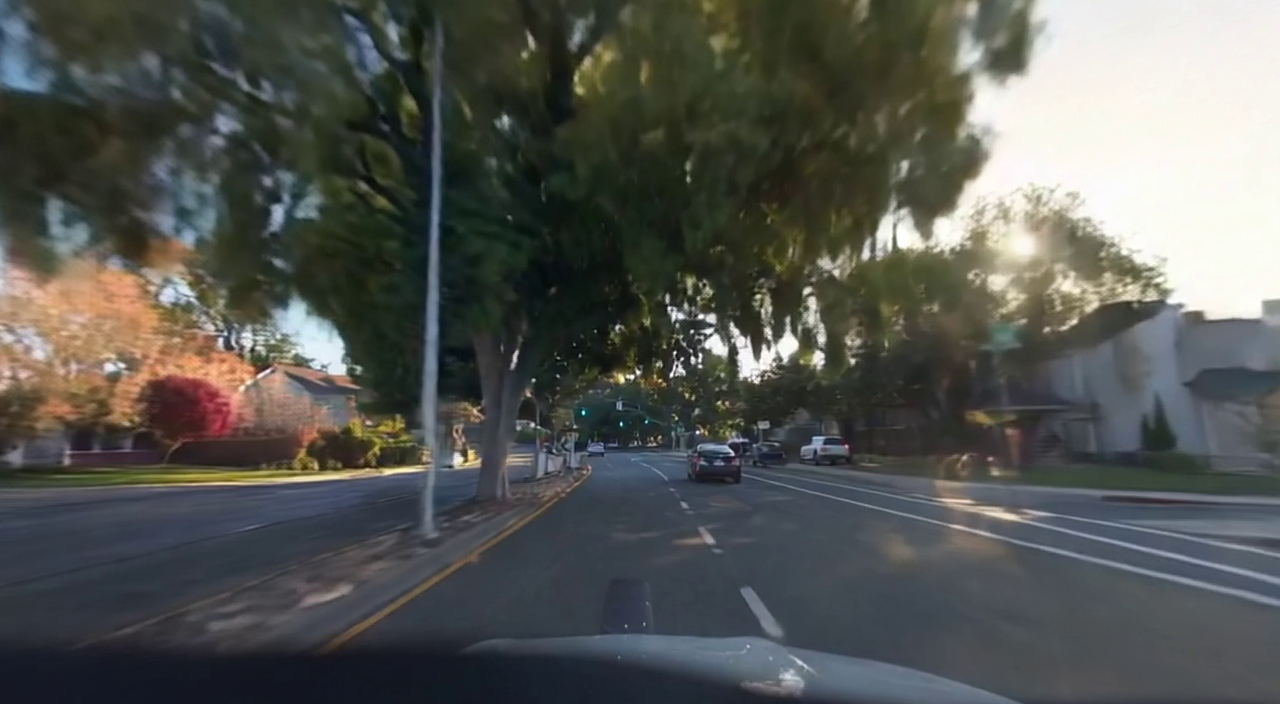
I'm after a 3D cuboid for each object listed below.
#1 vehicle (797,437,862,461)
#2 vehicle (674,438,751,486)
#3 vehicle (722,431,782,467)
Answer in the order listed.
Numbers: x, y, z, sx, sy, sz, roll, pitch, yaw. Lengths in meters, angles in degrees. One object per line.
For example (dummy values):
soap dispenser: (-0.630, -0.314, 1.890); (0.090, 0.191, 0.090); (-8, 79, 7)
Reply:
vehicle: (12.083, 6.227, 40.460); (3.635, 1.482, 1.879); (-1, -9, 5)
vehicle: (2.370, 3.716, 21.595); (1.960, 1.479, 4.086); (0, -9, -3)
vehicle: (6.220, 5.464, 35.622); (2.065, 1.861, 4.704); (1, -9, -6)
